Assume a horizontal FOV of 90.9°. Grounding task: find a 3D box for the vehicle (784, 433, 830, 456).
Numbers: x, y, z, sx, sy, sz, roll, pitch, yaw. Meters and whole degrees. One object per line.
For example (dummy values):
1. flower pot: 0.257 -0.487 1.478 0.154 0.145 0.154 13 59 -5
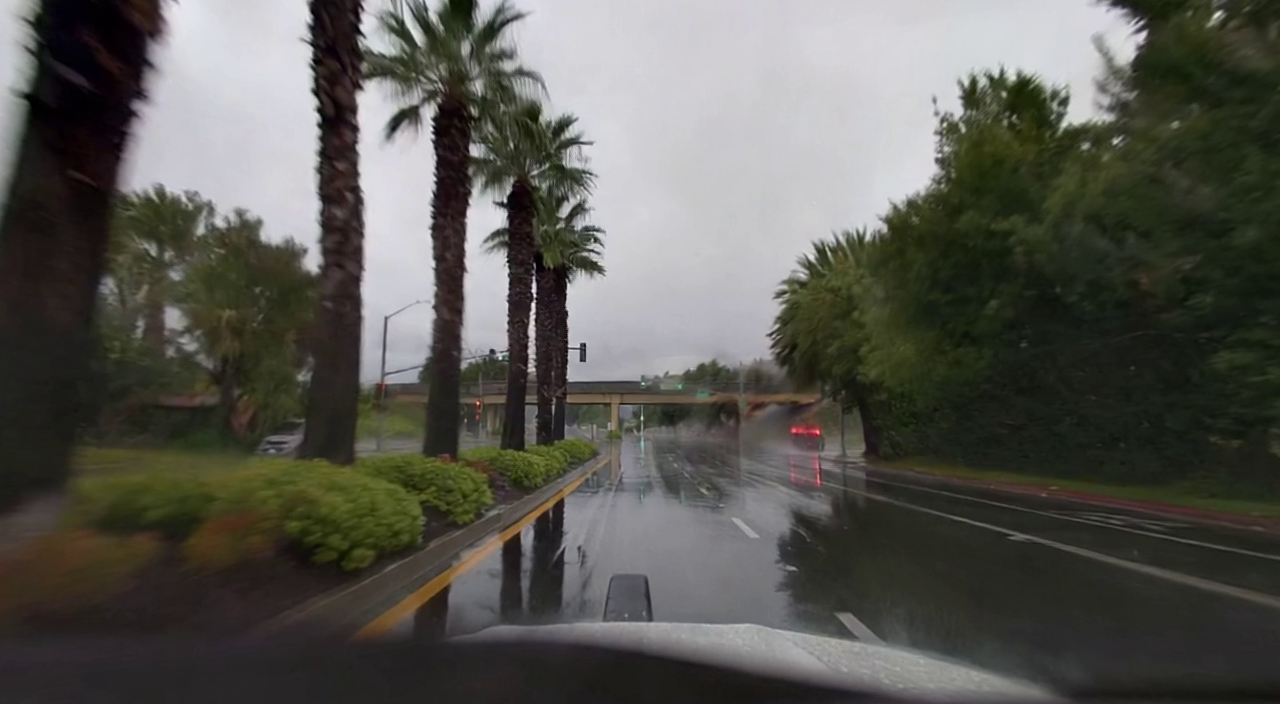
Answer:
1. vehicle: 11.527 6.336 43.177 1.982 1.436 4.556 -4 -10 28
